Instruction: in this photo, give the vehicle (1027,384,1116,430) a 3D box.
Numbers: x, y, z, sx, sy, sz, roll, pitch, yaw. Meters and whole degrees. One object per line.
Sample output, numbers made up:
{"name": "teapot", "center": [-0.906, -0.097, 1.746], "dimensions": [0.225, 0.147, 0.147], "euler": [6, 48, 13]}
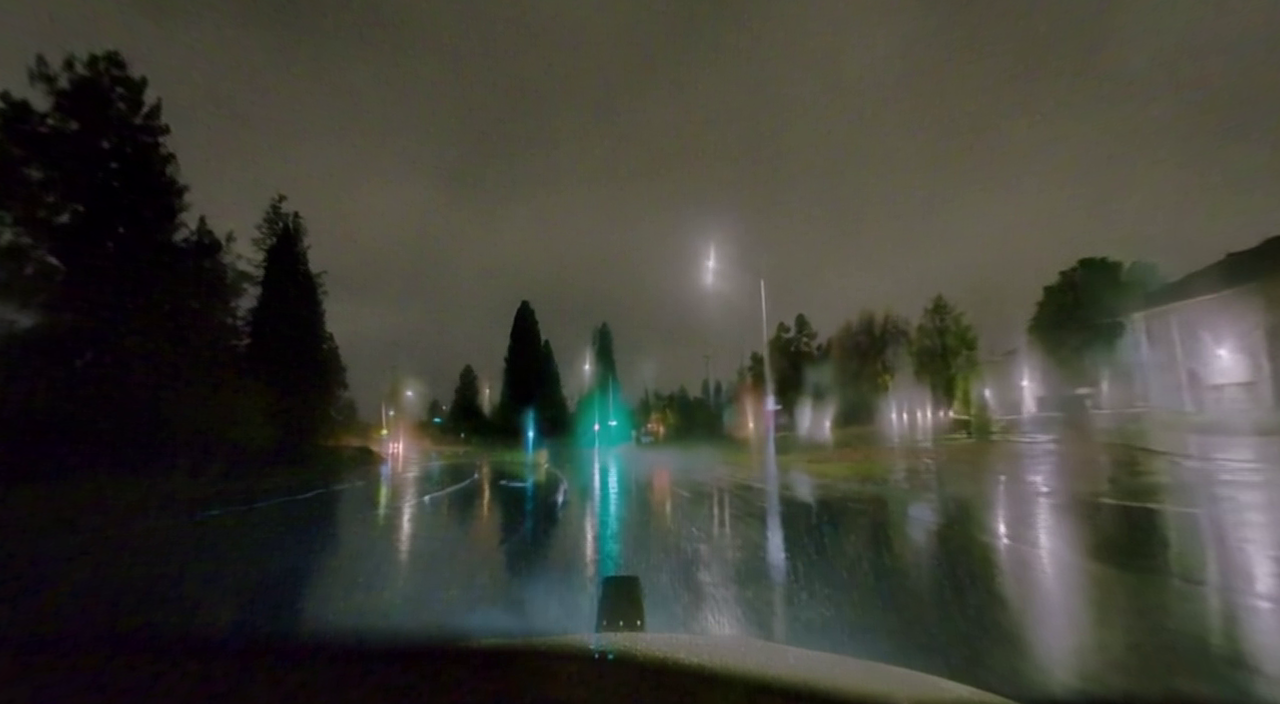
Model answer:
{"name": "vehicle", "center": [19.128, 2.513, 27.847], "dimensions": [4.740, 1.779, 2.023], "euler": [8, -11, -41]}
